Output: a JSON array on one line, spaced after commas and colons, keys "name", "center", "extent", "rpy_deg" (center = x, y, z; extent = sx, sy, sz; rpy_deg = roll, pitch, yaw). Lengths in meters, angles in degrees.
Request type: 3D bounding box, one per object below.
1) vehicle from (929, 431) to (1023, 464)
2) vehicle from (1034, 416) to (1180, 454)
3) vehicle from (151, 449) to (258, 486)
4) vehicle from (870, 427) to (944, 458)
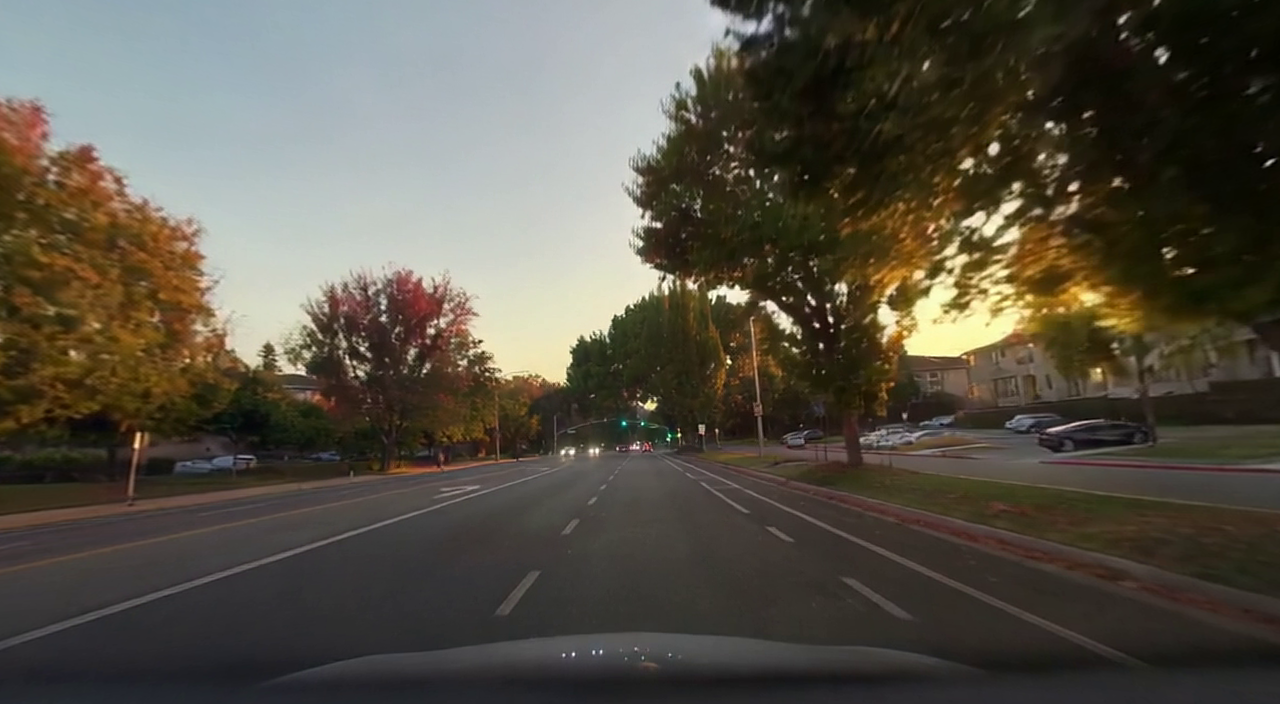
[{"name": "vehicle", "center": [16.015, 4.593, 30.443], "extent": [1.849, 1.415, 4.801], "rpy_deg": [0, -9, 0]}, {"name": "vehicle", "center": [22.489, 4.024, 30.614], "extent": [5.268, 1.720, 2.149], "rpy_deg": [-1, -9, 1]}, {"name": "vehicle", "center": [-24.666, 6.543, 35.878], "extent": [4.715, 1.451, 1.863], "rpy_deg": [-5, -3, -3]}, {"name": "vehicle", "center": [15.655, 5.380, 37.399], "extent": [2.106, 1.670, 5.008], "rpy_deg": [0, -9, -1]}]
